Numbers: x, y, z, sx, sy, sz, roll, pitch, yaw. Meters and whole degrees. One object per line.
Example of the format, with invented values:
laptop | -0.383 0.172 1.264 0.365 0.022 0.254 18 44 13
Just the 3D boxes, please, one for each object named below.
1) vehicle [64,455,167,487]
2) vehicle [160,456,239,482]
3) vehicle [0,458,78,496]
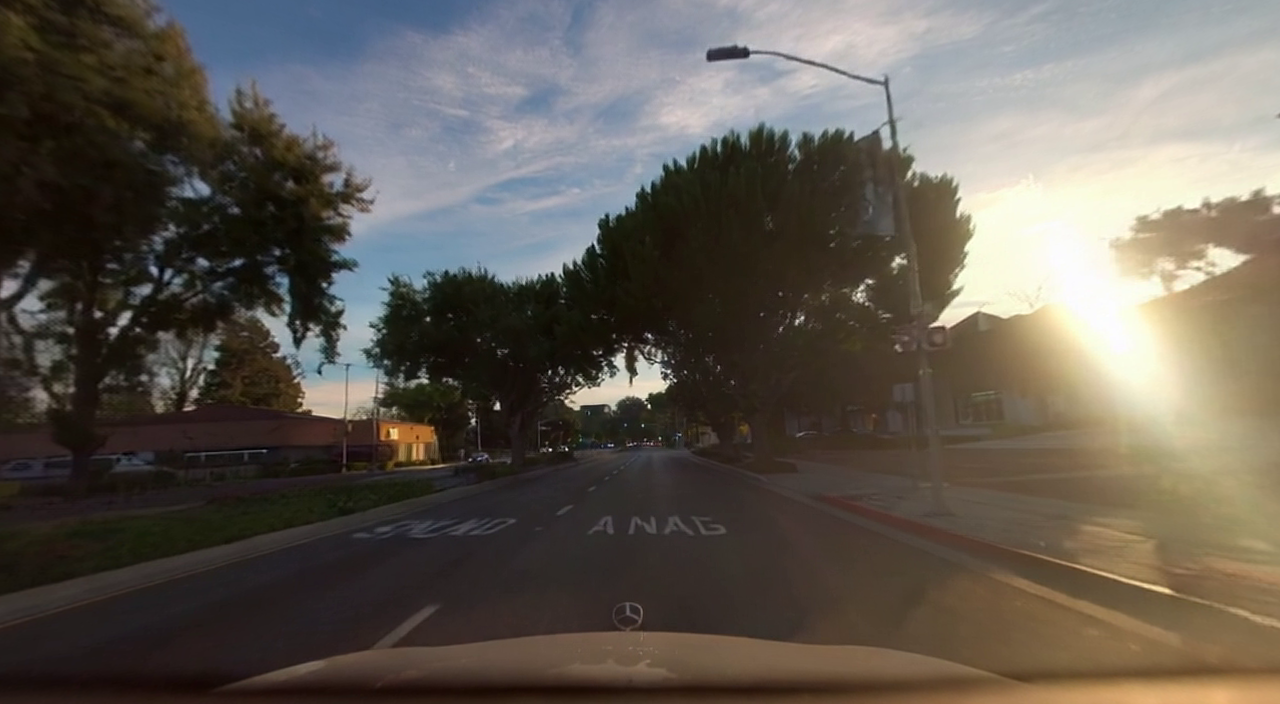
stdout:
vehicle | -27.957 6.329 33.522 3.664 1.564 2.023 0 -9 2
vehicle | -27.252 7.245 38.909 3.592 1.501 1.697 0 -9 2
vehicle | -27.470 5.458 27.528 3.797 1.527 1.830 0 -9 0
